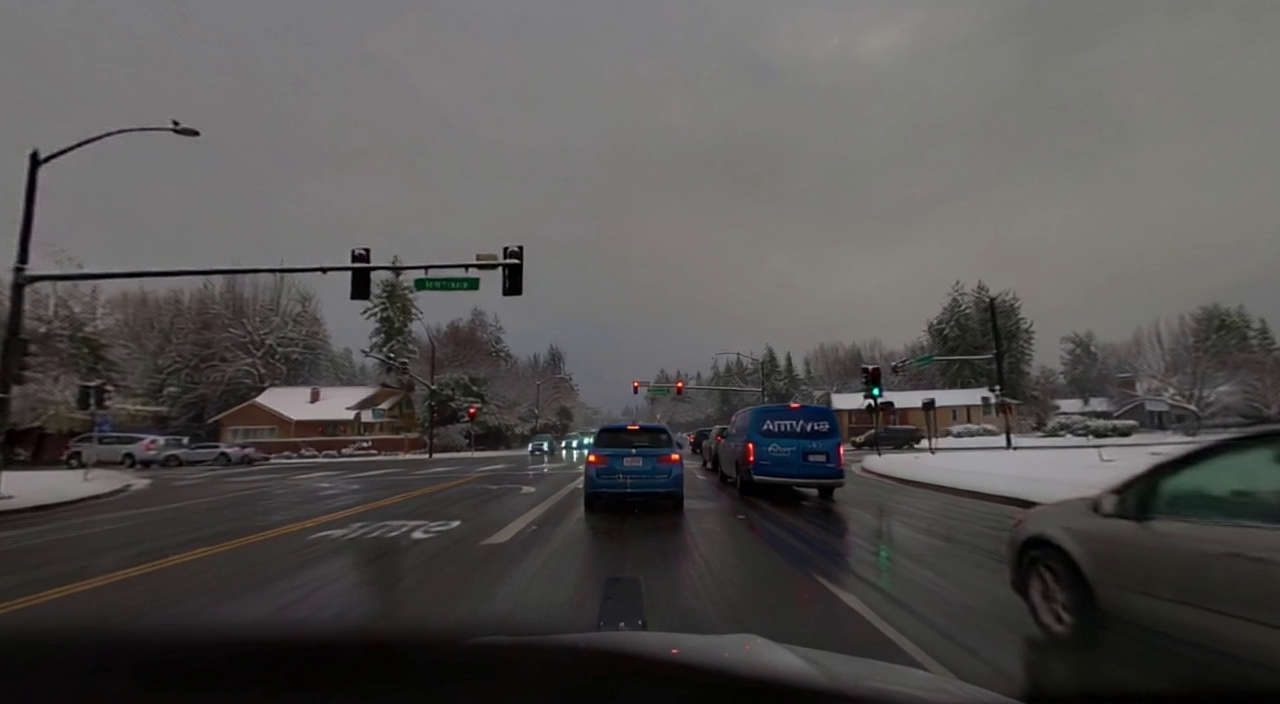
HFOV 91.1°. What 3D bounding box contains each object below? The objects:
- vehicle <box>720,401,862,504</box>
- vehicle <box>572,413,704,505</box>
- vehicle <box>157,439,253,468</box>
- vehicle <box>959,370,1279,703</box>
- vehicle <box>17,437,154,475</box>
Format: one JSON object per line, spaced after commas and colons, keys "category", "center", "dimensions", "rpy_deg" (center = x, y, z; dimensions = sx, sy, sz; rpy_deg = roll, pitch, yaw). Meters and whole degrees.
{"category": "vehicle", "center": [3.106, 2.181, 13.946], "dimensions": [2.059, 1.924, 4.257], "rpy_deg": [0, -8, 0]}
{"category": "vehicle", "center": [-0.013, 2.200, 13.322], "dimensions": [2.321, 1.624, 4.367], "rpy_deg": [0, -8, 1]}
{"category": "vehicle", "center": [-25.168, 5.859, 36.444], "dimensions": [4.073, 1.603, 1.920], "rpy_deg": [1, -8, -8]}
{"category": "vehicle", "center": [3.271, 0.813, 2.168], "dimensions": [1.934, 1.506, 4.544], "rpy_deg": [0, -8, 0]}
{"category": "vehicle", "center": [-28.330, 5.320, 32.233], "dimensions": [4.757, 1.841, 2.121], "rpy_deg": [1, -8, -7]}
